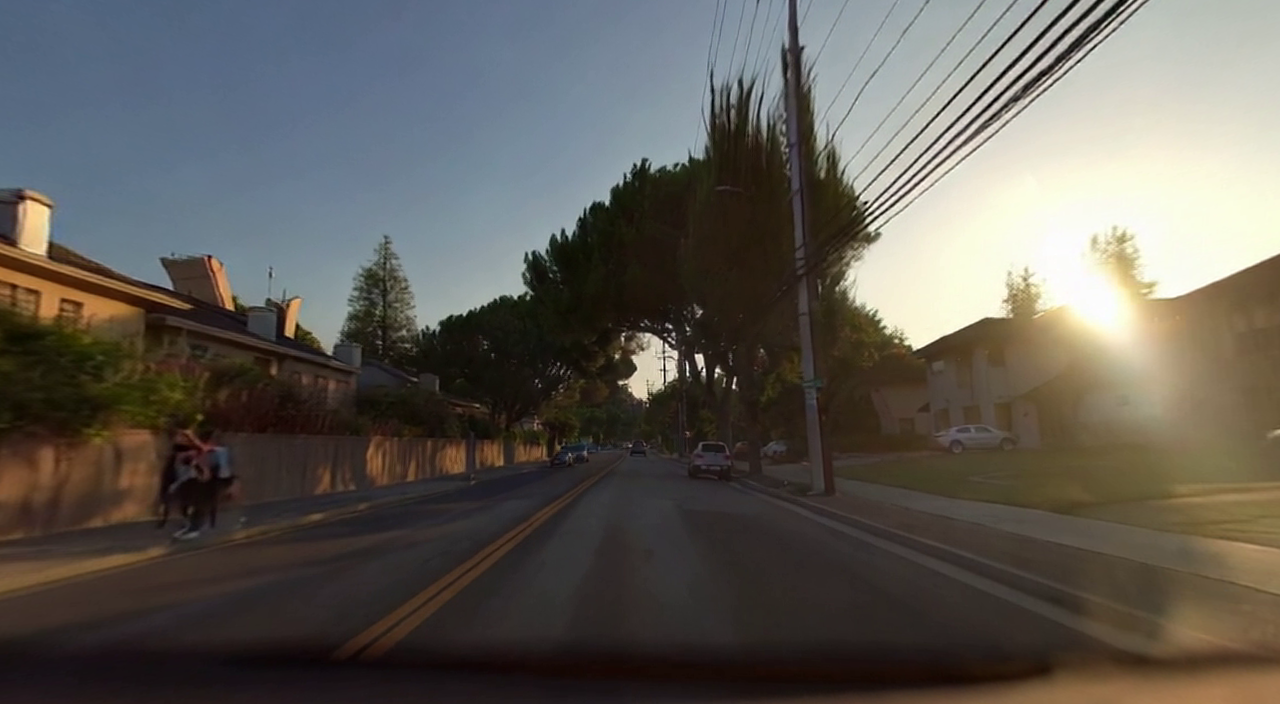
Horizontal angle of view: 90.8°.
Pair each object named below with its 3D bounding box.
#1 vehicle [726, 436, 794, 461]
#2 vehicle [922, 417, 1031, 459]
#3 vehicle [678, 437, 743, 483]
[{"bbox_3d":[8.793,7.087,46.451,4.585,1.823,1.991,0,-9,1],"label":"vehicle"},{"bbox_3d":[18.007,4.635,33.951,4.457,1.780,2.170,-5,-8,0],"label":"vehicle"},{"bbox_3d":[2.817,4.449,26.283,2.108,1.710,4.499,0,-9,-1],"label":"vehicle"}]
